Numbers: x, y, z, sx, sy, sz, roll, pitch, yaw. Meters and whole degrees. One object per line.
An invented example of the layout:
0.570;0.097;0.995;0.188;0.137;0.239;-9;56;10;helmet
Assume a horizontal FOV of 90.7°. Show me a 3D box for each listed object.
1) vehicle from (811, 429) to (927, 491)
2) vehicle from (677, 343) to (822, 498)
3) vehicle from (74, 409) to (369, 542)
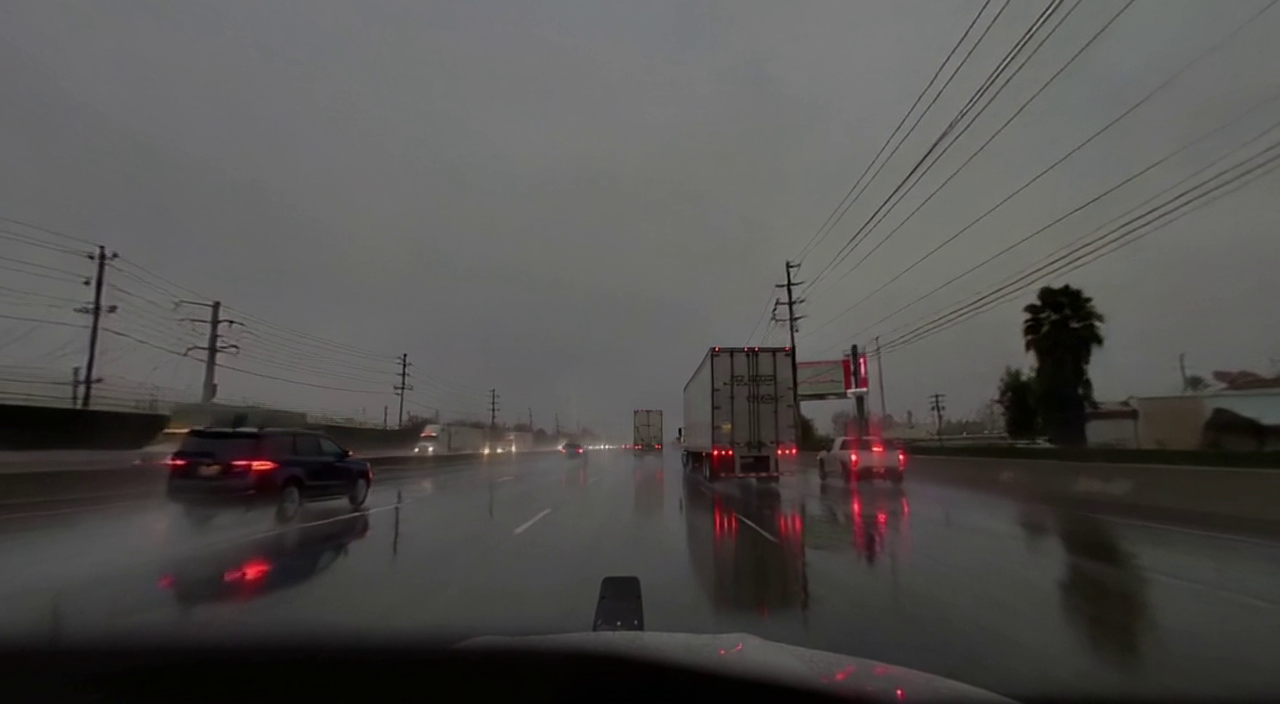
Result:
7.553;3.620;21.469;2.115;1.844;4.522;0;-9;-1;vehicle
3.420;3.076;25.295;2.892;4.152;16.575;0;-9;0;vehicle
-6.894;2.095;11.300;2.004;1.846;4.739;0;-9;0;vehicle
